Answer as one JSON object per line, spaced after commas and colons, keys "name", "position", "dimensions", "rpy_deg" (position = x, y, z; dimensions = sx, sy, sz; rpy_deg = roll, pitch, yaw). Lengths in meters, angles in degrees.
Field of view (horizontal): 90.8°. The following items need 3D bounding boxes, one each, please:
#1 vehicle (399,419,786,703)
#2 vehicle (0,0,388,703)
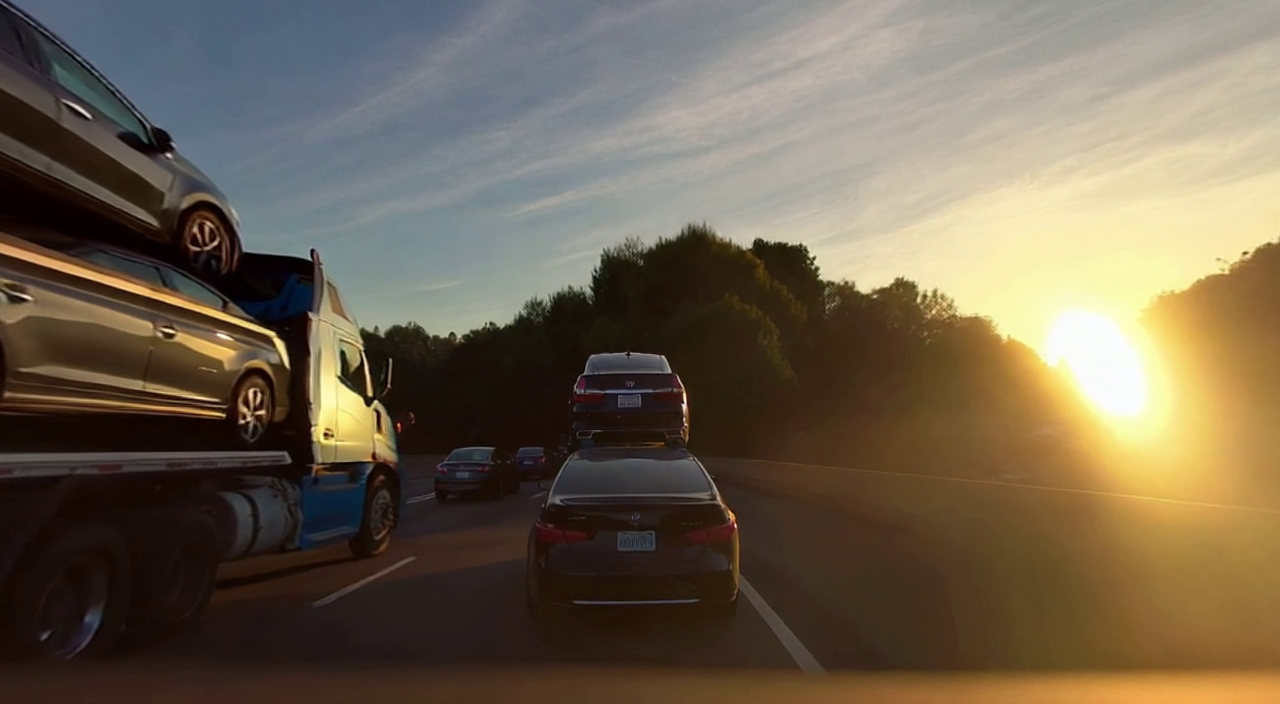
{"name": "vehicle", "position": [-0.273, 1.378, 5.027], "dimensions": [1.991, 1.507, 3.391], "rpy_deg": [0, -9, -1]}
{"name": "vehicle", "position": [-4.526, -0.464, 0.625], "dimensions": [2.836, 4.059, 14.286], "rpy_deg": [0, -9, -1]}
